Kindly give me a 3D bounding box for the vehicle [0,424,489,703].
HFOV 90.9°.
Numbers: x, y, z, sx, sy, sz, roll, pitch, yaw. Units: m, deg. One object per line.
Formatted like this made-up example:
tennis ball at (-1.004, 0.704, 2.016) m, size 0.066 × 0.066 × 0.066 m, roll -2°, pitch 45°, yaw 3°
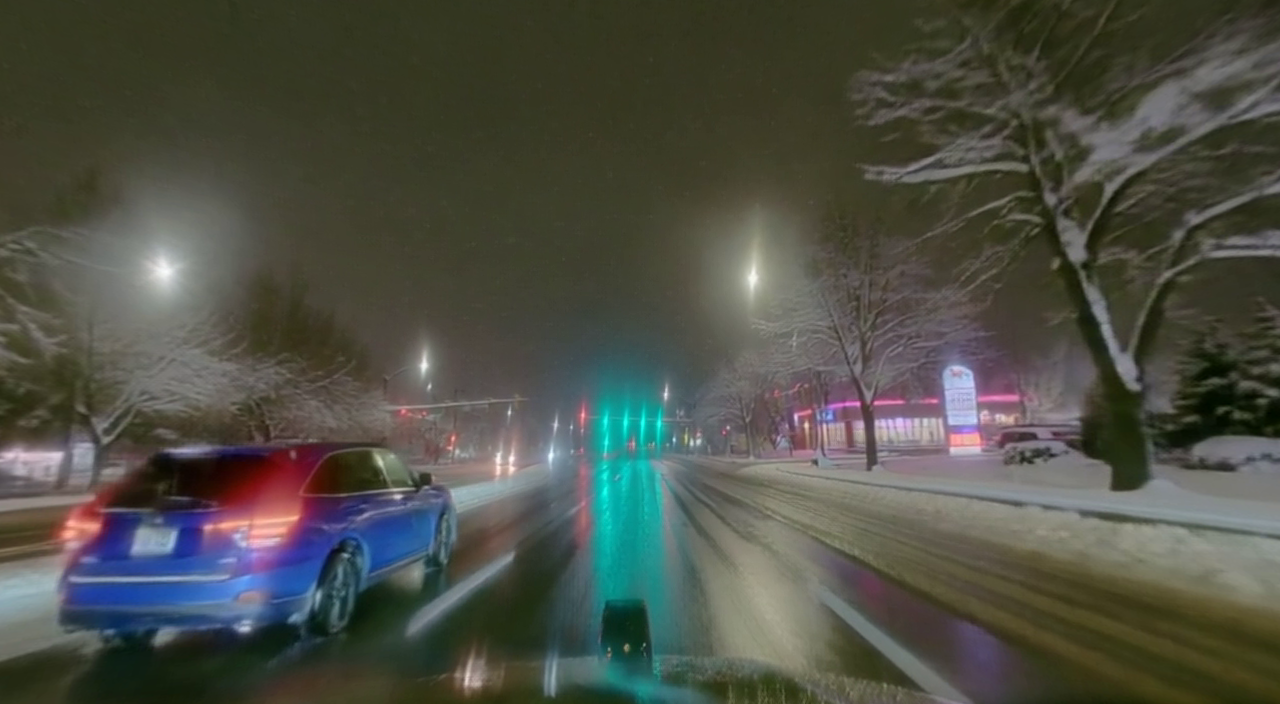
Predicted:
vehicle at (-2.913, 1.413, 5.231) m, size 2.082 × 1.460 × 4.636 m, roll 0°, pitch -8°, yaw 1°
